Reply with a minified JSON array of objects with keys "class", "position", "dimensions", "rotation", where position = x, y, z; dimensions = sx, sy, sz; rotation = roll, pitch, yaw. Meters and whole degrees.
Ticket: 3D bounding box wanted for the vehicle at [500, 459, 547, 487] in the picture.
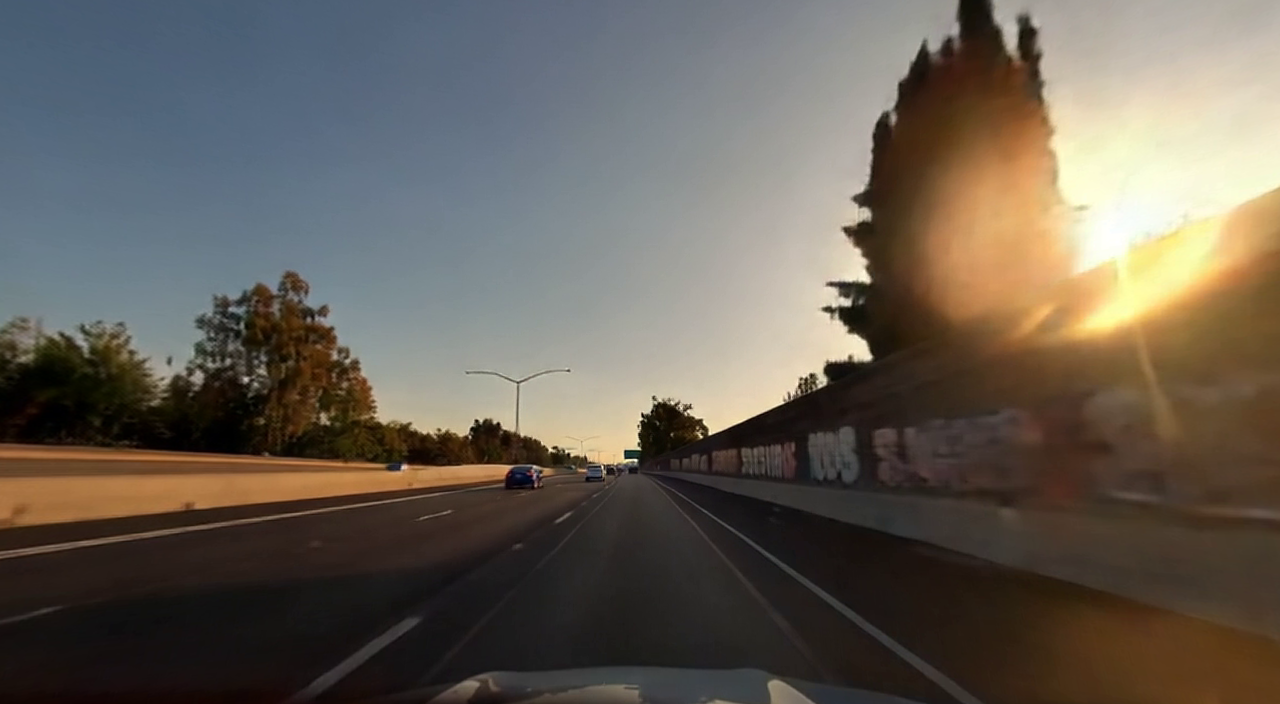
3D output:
[{"class":"vehicle","position":[-7.267,7.608,39.808],"dimensions":[2.124,1.630,4.416],"rotation":[1,-10,0]}]
